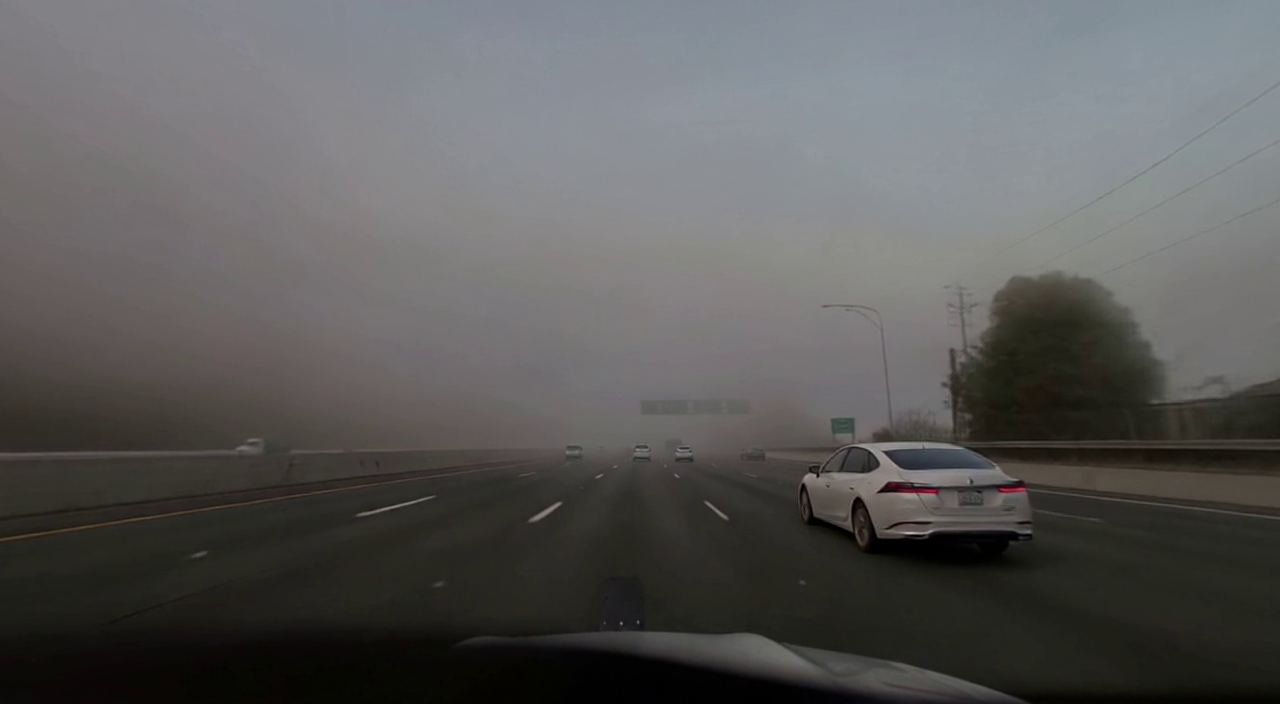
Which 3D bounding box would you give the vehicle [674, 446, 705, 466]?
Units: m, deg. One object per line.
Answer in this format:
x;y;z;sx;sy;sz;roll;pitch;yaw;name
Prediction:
3.772;8.011;48.597;2.076;1.506;4.050;0;-9;0;vehicle

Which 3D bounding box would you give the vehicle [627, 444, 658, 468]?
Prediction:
0.165;7.372;44.768;2.066;1.562;4.198;0;-9;0;vehicle
